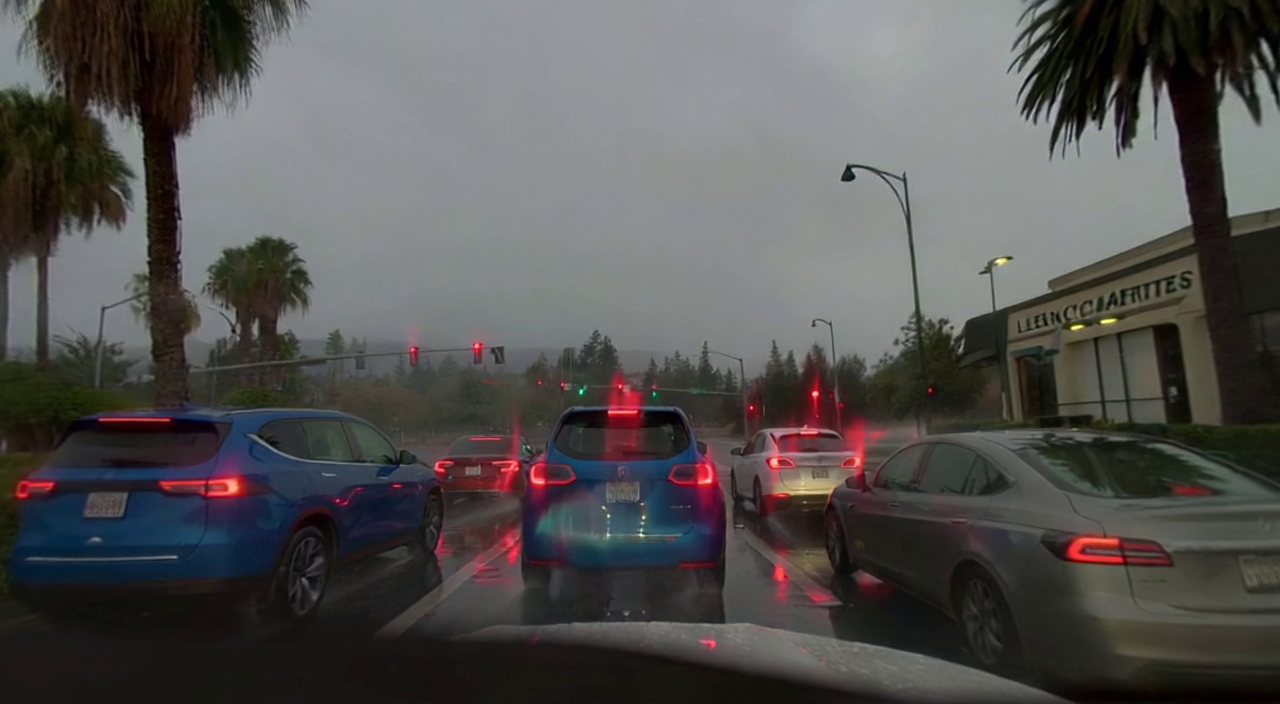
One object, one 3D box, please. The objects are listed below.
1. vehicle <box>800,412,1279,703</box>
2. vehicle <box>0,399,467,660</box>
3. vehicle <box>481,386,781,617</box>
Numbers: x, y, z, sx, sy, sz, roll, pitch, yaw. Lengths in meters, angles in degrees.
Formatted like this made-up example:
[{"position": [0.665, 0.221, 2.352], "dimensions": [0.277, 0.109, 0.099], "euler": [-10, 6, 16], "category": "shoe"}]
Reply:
[{"position": [2.975, 1.370, 5.253], "dimensions": [2.017, 1.491, 4.611], "euler": [0, -8, -1], "category": "vehicle"}, {"position": [-3.347, 1.384, 6.048], "dimensions": [2.014, 1.534, 4.455], "euler": [0, -8, 1], "category": "vehicle"}, {"position": [-0.126, 1.460, 7.079], "dimensions": [2.280, 1.747, 4.361], "euler": [0, -8, -2], "category": "vehicle"}]
